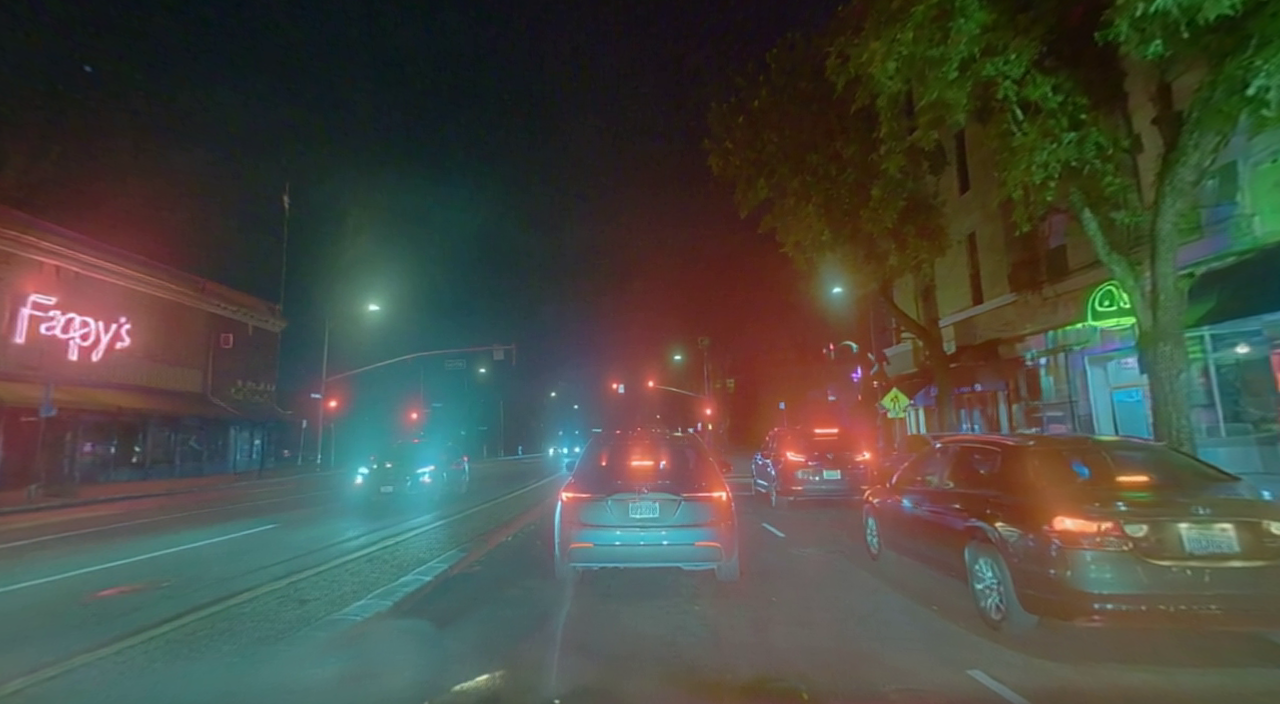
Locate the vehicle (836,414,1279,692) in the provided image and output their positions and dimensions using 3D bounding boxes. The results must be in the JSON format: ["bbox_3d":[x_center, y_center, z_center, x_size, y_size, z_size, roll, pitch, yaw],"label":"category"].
[{"bbox_3d":[3.393,1.402,5.569,1.988,1.480,4.195,0,-9,0],"label":"vehicle"}]

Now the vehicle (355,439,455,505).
[{"bbox_3d":[-6.273,3.199,17.401,1.898,1.542,4.689,2,-9,-13],"label":"vehicle"}]

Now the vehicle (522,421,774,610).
[{"bbox_3d":[0.049,1.577,6.883,2.006,1.487,3.535,0,-9,0],"label":"vehicle"}]
